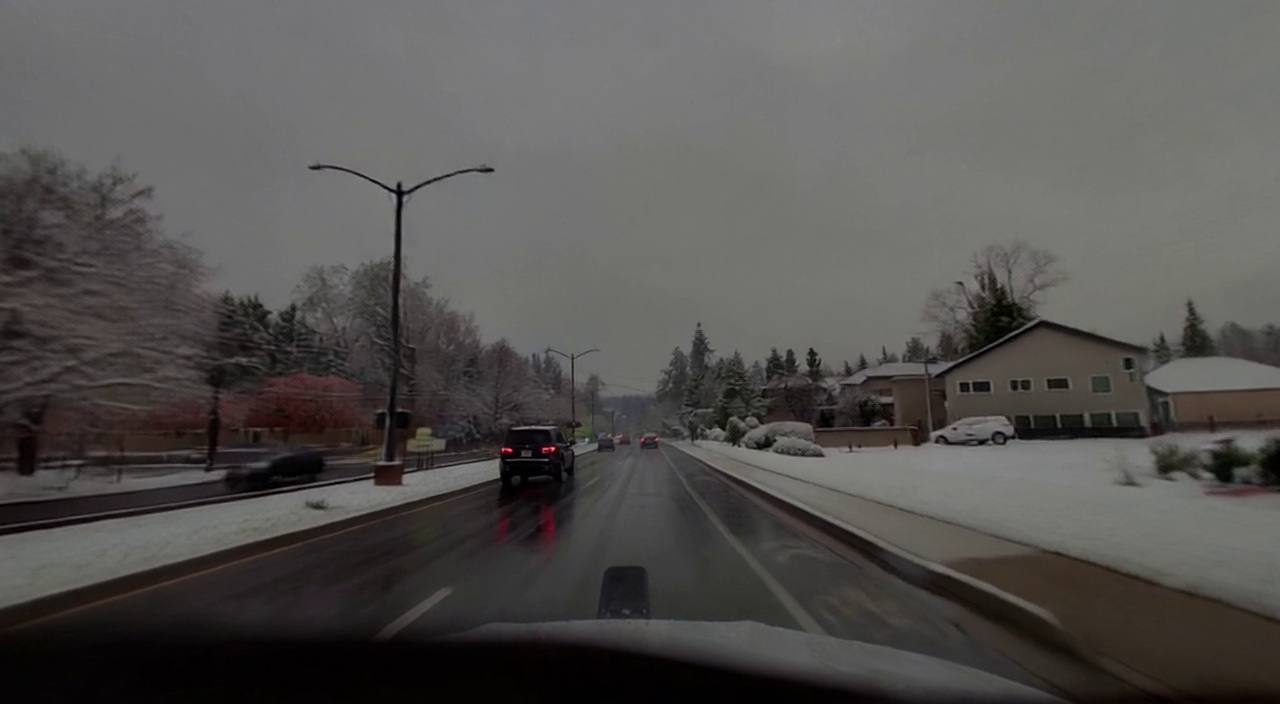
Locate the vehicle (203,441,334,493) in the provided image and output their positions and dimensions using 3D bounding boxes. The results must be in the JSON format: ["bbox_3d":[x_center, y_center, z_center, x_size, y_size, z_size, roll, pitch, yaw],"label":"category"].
[{"bbox_3d":[-11.715,3.609,20.210,1.740,1.476,3.850,0,-8,1],"label":"vehicle"}]

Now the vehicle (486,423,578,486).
[{"bbox_3d":[-3.310,3.244,20.263,2.073,1.770,4.302,0,-8,2],"label":"vehicle"}]

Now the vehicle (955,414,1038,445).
[{"bbox_3d":[18.335,4.046,32.707,1.939,1.477,5.129,-1,-8,8],"label":"vehicle"}]
